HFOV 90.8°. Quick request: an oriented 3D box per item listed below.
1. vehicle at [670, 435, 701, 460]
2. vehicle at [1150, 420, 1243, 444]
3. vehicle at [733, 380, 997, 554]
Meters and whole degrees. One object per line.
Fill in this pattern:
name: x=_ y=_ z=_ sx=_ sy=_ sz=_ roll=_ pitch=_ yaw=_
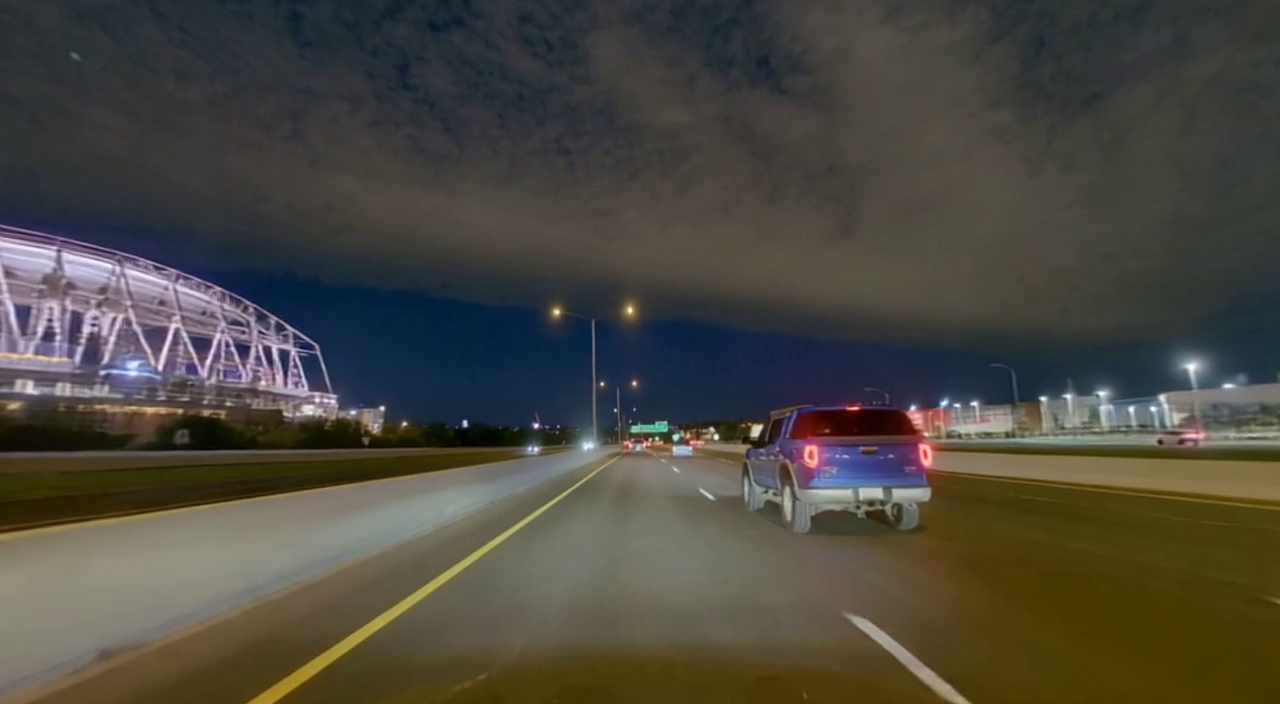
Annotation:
vehicle: x=3.302 y=7.010 z=46.404 sx=1.973 sy=1.774 sz=4.092 roll=0 pitch=-8 yaw=0
vehicle: x=41.227 y=6.009 z=47.015 sx=2.086 sy=1.693 sz=5.339 roll=0 pitch=-8 yaw=0
vehicle: x=3.006 y=1.699 z=9.938 sx=2.199 sy=2.002 sz=4.970 roll=0 pitch=-8 yaw=-1
